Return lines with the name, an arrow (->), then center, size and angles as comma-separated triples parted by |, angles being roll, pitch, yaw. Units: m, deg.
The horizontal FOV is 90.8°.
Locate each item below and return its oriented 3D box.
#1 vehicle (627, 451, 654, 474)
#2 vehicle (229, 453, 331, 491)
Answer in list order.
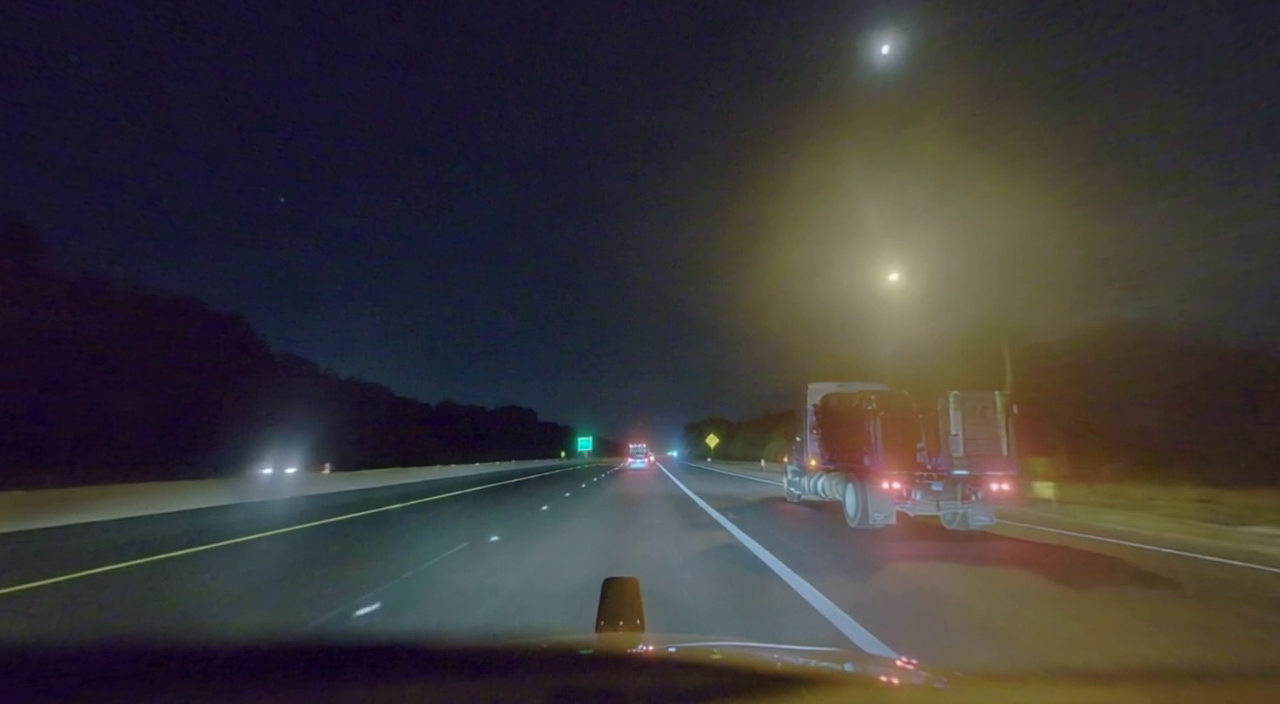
vehicle -> 0.066, 7.184, 41.208 | 1.695, 1.437, 3.506 | 0, -9, 1
vehicle -> -15.721, 5.232, 27.875 | 1.913, 1.507, 4.426 | 0, -9, 0
